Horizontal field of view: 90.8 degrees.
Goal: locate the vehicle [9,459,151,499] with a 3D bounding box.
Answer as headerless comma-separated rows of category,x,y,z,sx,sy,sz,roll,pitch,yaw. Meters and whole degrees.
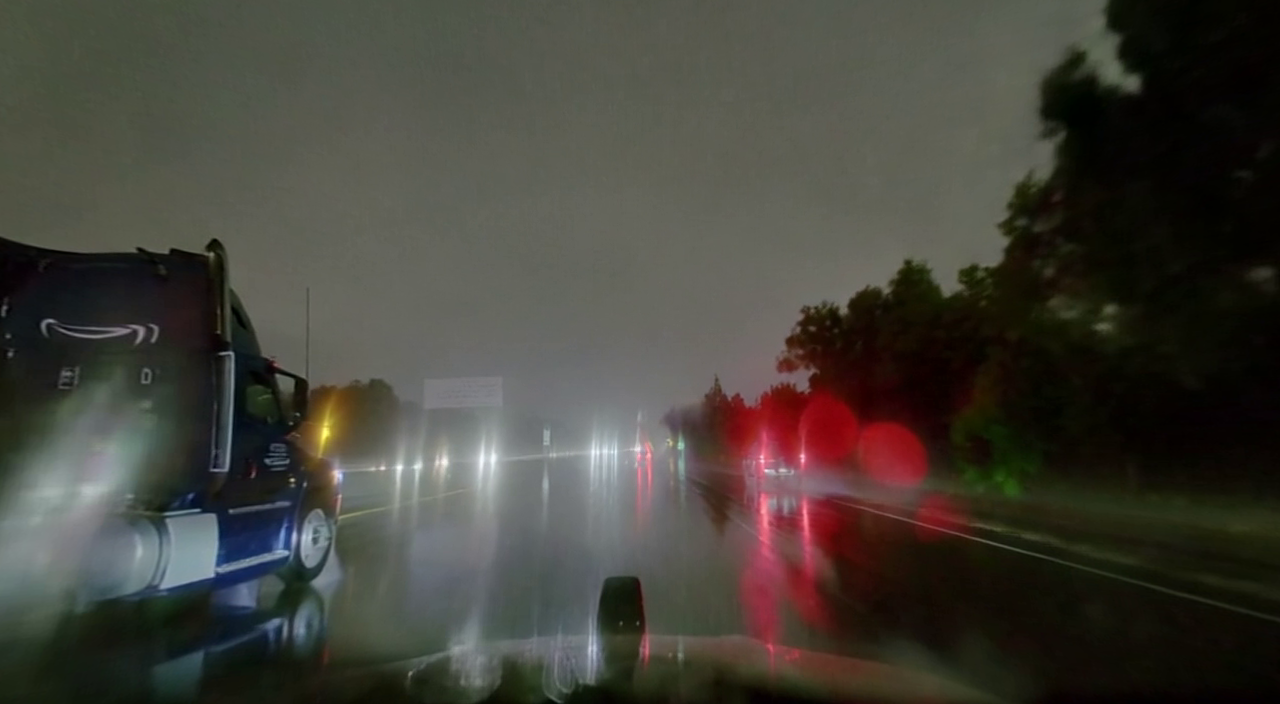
vehicle,-22.894,5.171,26.066,1.789,1.452,4.408,0,-9,0
